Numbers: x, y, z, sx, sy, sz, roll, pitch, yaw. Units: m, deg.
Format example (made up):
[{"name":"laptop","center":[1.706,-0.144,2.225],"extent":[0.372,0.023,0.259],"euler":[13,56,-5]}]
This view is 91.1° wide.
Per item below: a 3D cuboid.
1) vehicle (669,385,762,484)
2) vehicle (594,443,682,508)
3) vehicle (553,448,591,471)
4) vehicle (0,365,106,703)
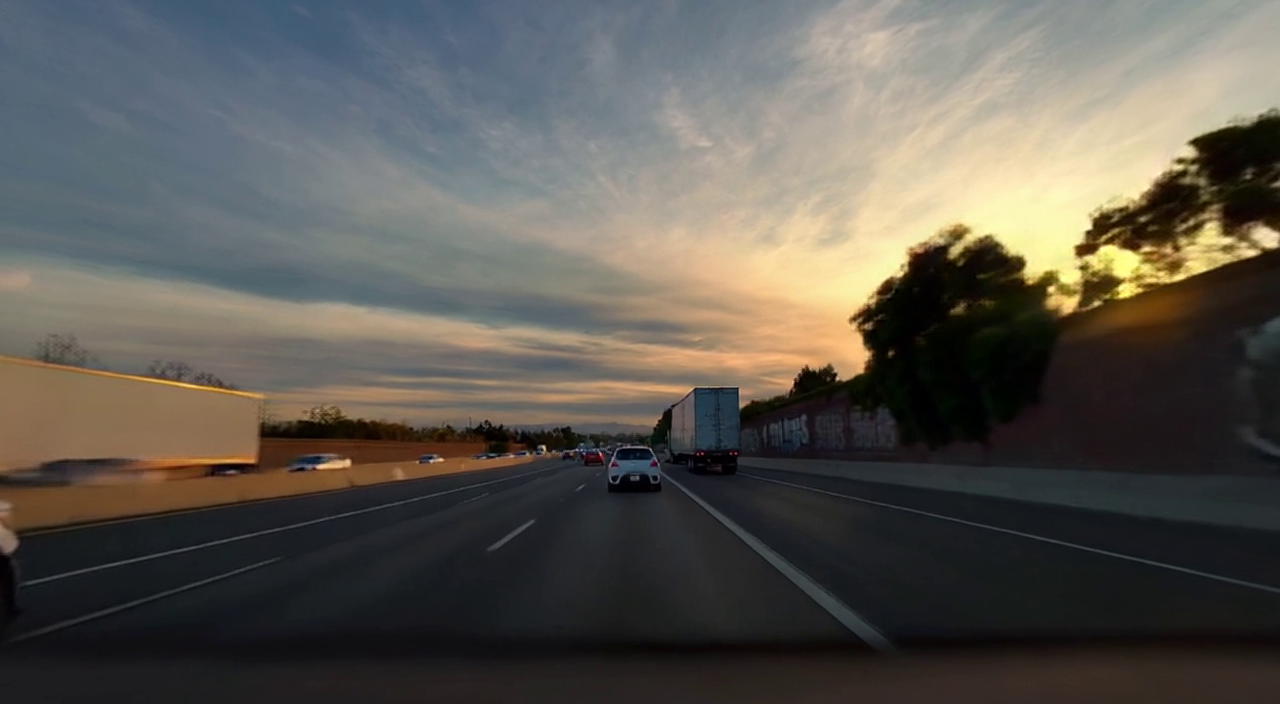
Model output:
[{"name":"vehicle","center":[3.453,4.467,33.194],"extent":[2.902,4.014,14.446],"euler":[0,-9,-1]},{"name":"vehicle","center":[-0.098,3.154,16.514],"extent":[2.033,1.468,4.015],"euler":[0,-9,-1]},{"name":"vehicle","center":[-4.560,7.296,42.967],"extent":[2.067,1.481,4.085],"euler":[-1,-9,1]},{"name":"vehicle","center":[-4.283,0.686,1.434],"extent":[1.988,1.750,4.711],"euler":[0,-9,-1]}]
